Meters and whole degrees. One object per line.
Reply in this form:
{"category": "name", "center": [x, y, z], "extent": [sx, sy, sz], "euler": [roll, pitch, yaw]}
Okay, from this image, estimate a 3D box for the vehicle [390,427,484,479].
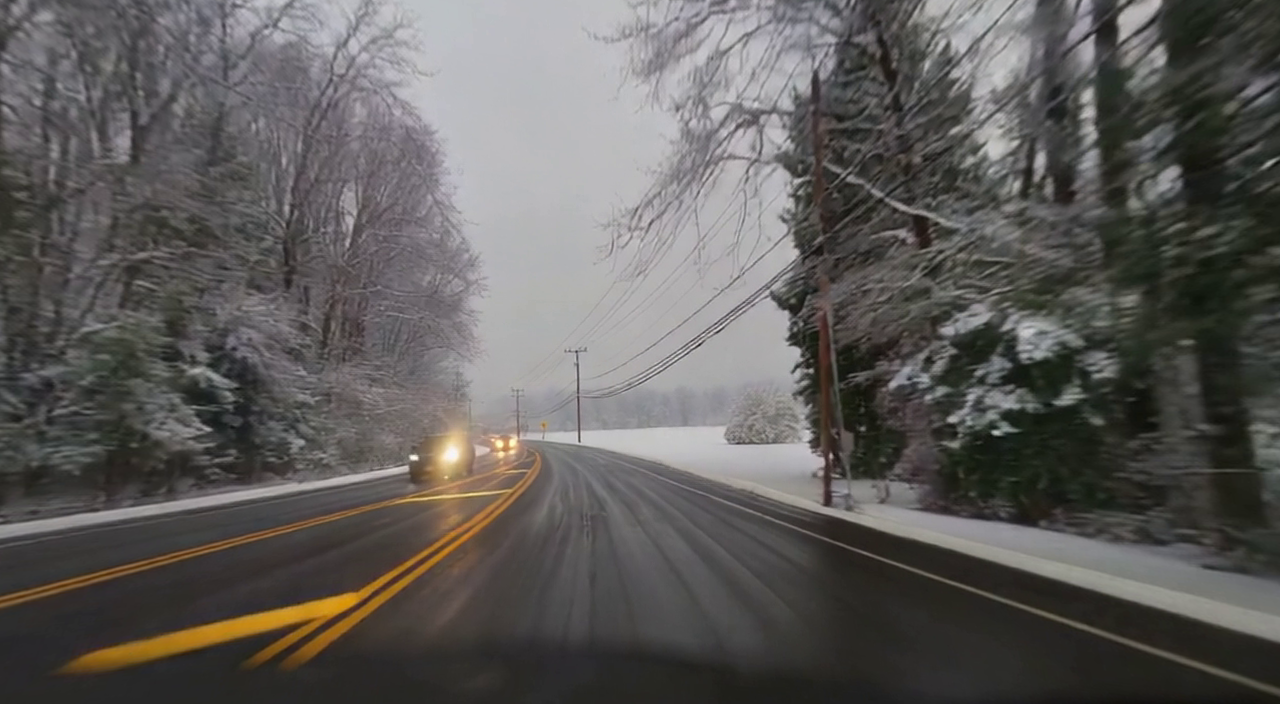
{"category": "vehicle", "center": [-8.354, 4.217, 26.711], "extent": [2.397, 1.932, 5.703], "euler": [1, -8, -4]}
